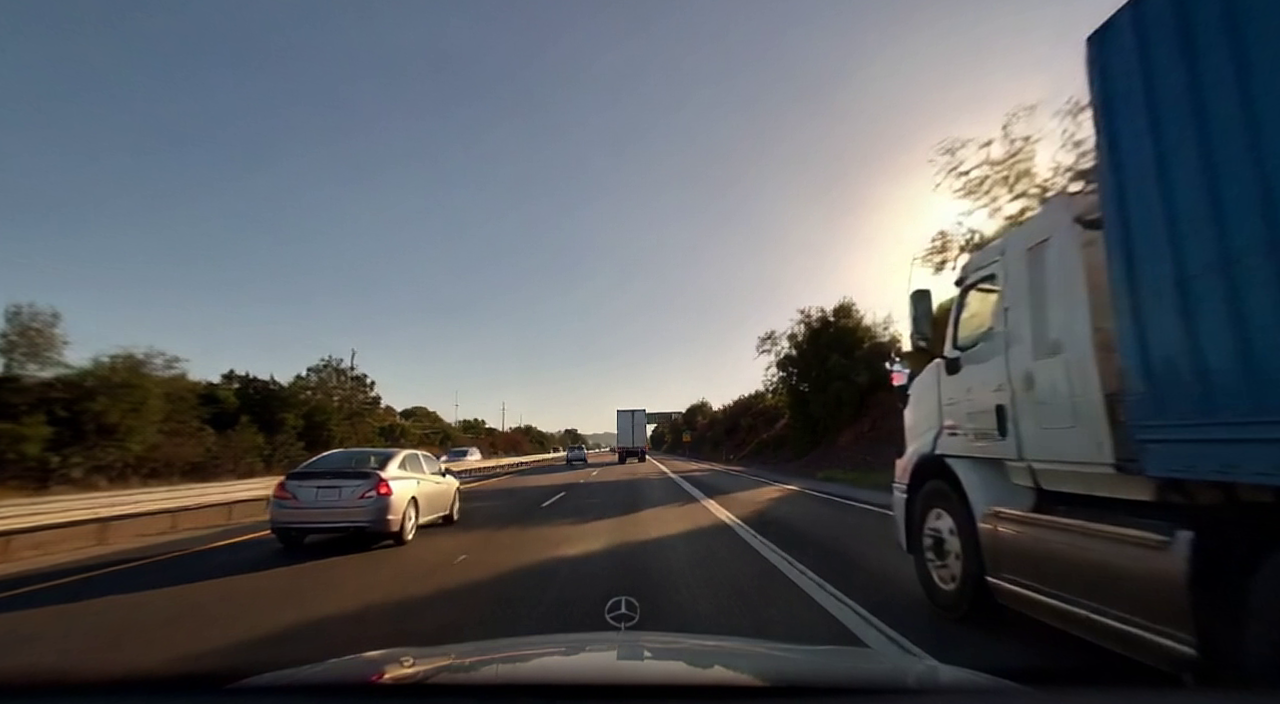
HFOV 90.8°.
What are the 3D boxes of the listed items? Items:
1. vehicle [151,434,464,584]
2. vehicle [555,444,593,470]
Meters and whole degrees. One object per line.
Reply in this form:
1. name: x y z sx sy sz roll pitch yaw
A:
1. vehicle: -3.974 1.920 8.535 1.978 1.507 4.062 0 -9 0
2. vehicle: -4.458 7.142 43.176 2.115 1.668 4.217 0 -9 0
